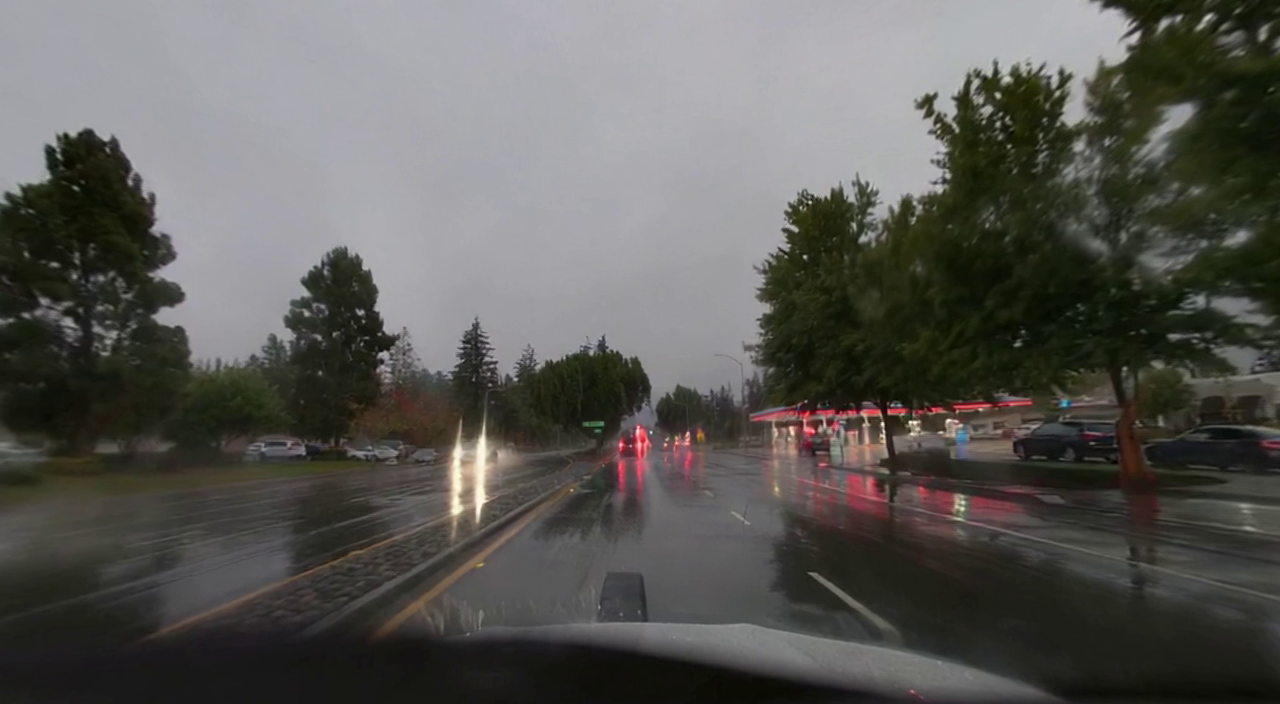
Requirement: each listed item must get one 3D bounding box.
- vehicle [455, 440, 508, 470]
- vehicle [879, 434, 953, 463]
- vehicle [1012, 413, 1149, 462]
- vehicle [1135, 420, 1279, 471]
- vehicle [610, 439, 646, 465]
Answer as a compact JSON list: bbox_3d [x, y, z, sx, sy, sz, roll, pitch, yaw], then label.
[{"bbox_3d":[-9.361,6.130,37.669,2.121,1.677,4.324,0,-9,-1],"label":"vehicle"},{"bbox_3d":[15.033,5.286,34.709,2.001,1.479,4.696,0,-9,1],"label":"vehicle"},{"bbox_3d":[19.573,3.878,28.478,2.266,1.973,5.443,0,-9,1],"label":"vehicle"},{"bbox_3d":[19.474,3.110,21.404,1.859,1.493,4.332,-2,-7,0],"label":"vehicle"},{"bbox_3d":[-0.724,6.106,38.596,2.052,1.488,3.779,0,-9,-1],"label":"vehicle"}]
